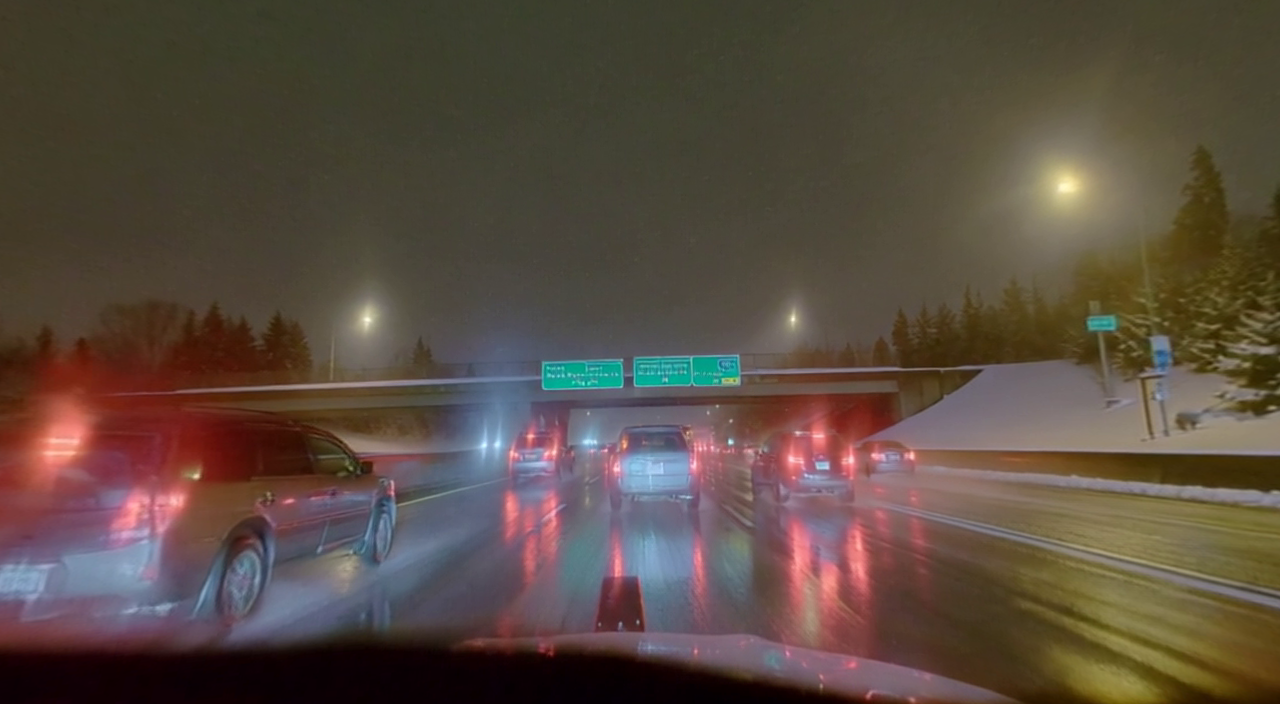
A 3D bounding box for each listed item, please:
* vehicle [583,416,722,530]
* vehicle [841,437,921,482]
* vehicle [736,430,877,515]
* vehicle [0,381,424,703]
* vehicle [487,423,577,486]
[{"bbox_3d":[0.220,2.228,12.079,2.181,1.756,4.167,0,-9,0],"label":"vehicle"},{"bbox_3d":[10.522,4.727,27.887,1.977,1.795,4.208,0,-9,2],"label":"vehicle"},{"bbox_3d":[3.626,2.725,14.711,2.022,1.633,4.651,0,-9,0],"label":"vehicle"},{"bbox_3d":[-3.634,1.266,5.075,2.014,1.579,4.761,0,-9,1],"label":"vehicle"},{"bbox_3d":[-3.929,3.886,24.120,2.212,2.101,6.052,0,-9,1],"label":"vehicle"}]
